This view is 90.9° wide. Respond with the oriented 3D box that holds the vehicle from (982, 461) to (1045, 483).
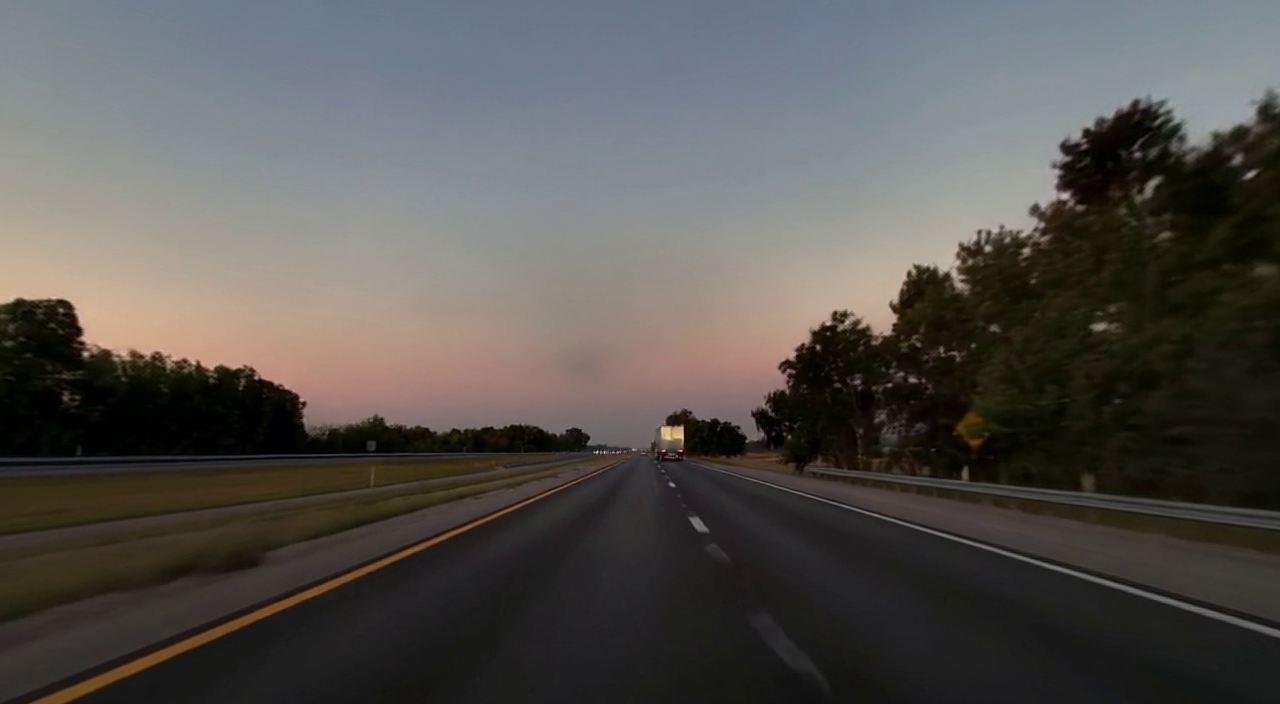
[{"bbox_3d":[27.705,8.877,46.859,1.836,1.499,3.936,2,-9,-11],"label":"vehicle"}]
